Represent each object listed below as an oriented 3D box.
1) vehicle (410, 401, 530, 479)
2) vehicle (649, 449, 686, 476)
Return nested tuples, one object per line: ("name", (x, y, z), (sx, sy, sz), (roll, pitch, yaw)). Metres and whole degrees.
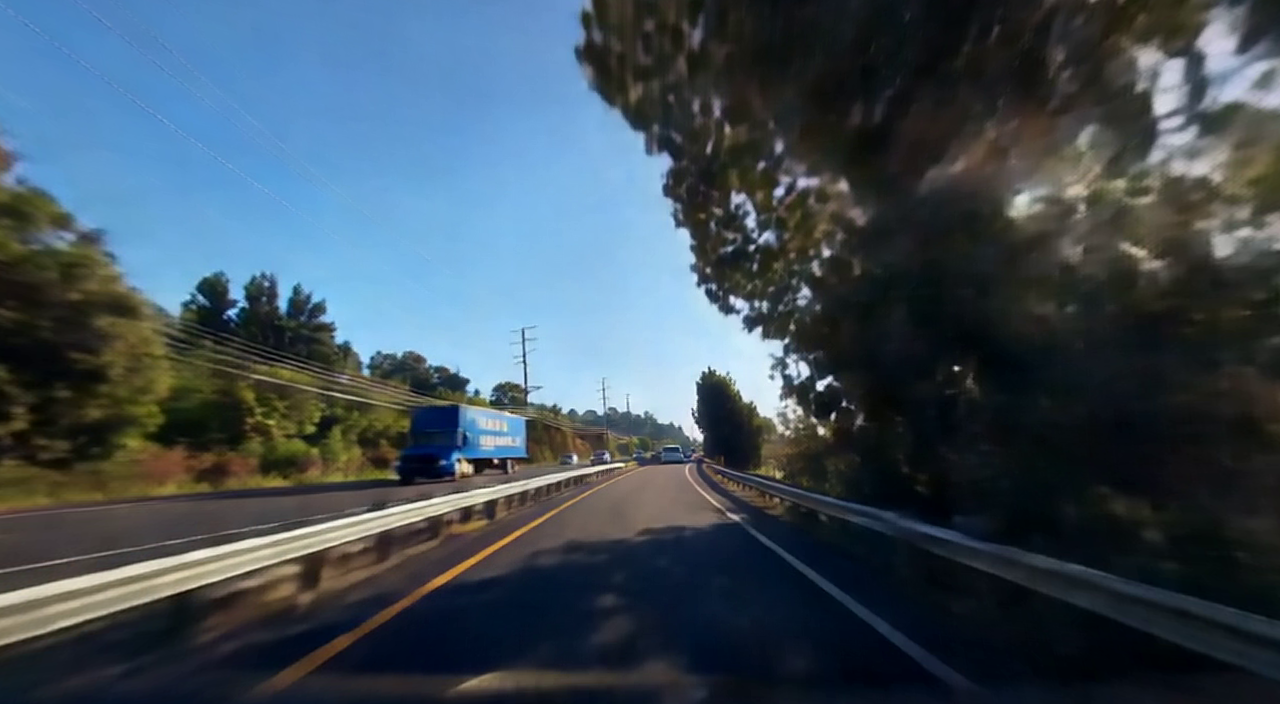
("vehicle", (-9.293, 5.198, 36.436), (3.005, 3.782, 10.956), (-1, -9, 5))
("vehicle", (1.626, 6.527, 37.356), (2.080, 1.486, 3.813), (-1, -9, 3))
